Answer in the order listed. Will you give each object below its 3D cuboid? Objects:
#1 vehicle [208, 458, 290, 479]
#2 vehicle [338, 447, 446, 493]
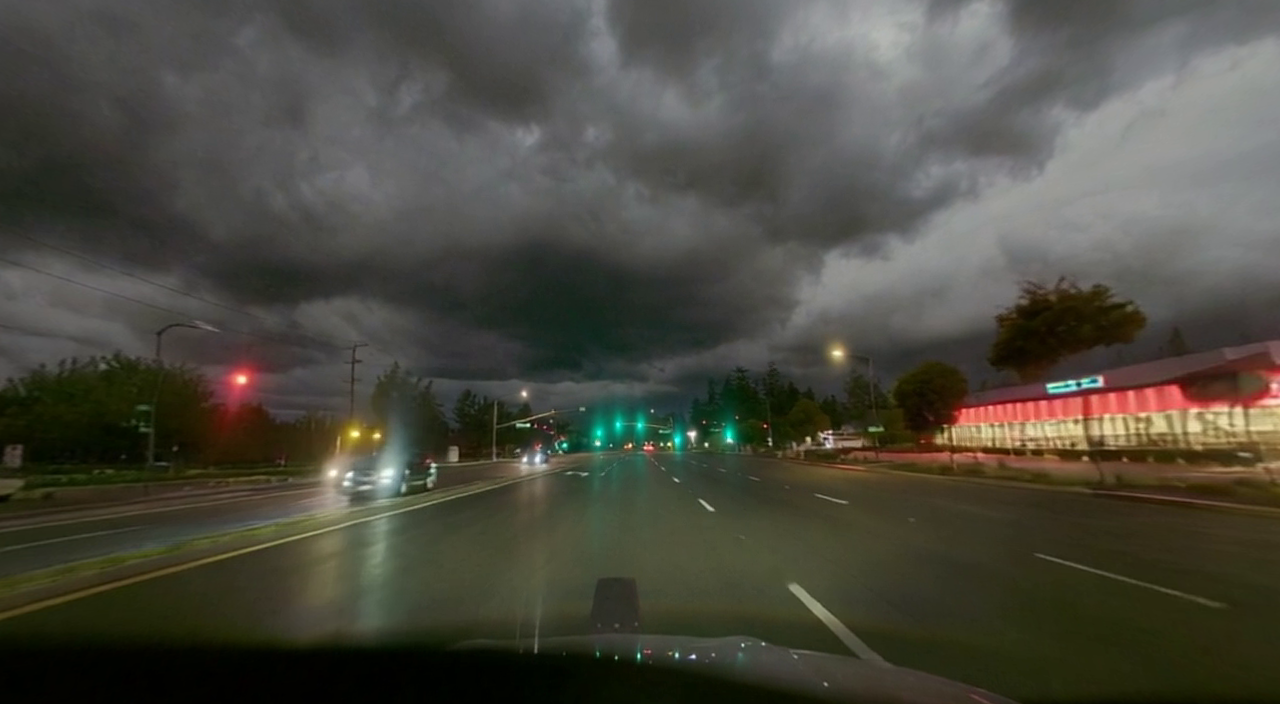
[{"bbox_3d":[-28.239,8.425,45.763,4.511,1.480,1.959,1,-9,-7],"label":"vehicle"},{"bbox_3d":[-8.799,4.206,22.950,2.065,1.504,4.593,0,-9,0],"label":"vehicle"}]
